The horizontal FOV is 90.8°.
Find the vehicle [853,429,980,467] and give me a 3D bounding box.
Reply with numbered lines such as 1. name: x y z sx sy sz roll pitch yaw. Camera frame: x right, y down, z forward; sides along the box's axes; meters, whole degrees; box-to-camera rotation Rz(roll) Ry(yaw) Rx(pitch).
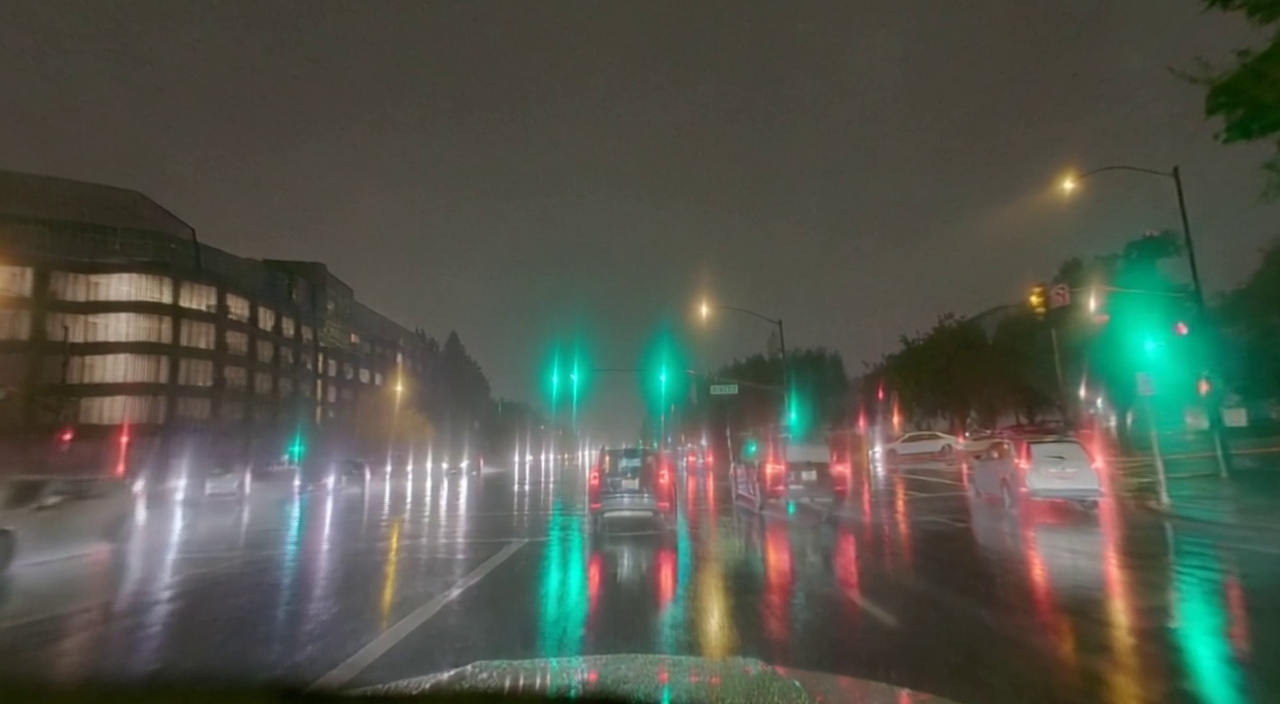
1. vehicle: 15.154 5.327 35.062 6.013 2.030 2.461 -2 -9 12

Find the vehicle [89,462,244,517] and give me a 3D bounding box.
1. vehicle: -18.218 5.275 24.678 2.437 1.777 4.578 0 -8 1

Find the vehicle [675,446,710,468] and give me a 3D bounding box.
1. vehicle: 3.770 7.614 45.963 2.123 1.455 4.318 0 -8 -1

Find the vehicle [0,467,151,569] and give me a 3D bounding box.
1. vehicle: -11.645 2.968 11.473 1.992 1.562 4.361 0 -8 0

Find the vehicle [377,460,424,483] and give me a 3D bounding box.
1. vehicle: -18.222 9.098 48.290 1.840 1.511 4.229 0 -8 1

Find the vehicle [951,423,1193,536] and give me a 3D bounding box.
1. vehicle: 7.916 2.340 12.242 2.039 1.760 4.319 -1 -9 8

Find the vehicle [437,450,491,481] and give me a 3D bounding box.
1. vehicle: -11.133 7.175 40.274 2.078 1.795 4.636 0 -8 0

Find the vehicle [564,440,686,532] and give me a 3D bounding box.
1. vehicle: -0.277 2.523 12.537 2.034 1.500 3.966 0 -8 -1

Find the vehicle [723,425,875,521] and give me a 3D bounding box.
1. vehicle: 3.294 2.607 14.207 2.107 1.773 4.557 0 -8 -2

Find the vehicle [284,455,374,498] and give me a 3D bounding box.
1. vehicle: -14.812 5.936 30.434 1.908 1.797 4.620 0 -8 1
